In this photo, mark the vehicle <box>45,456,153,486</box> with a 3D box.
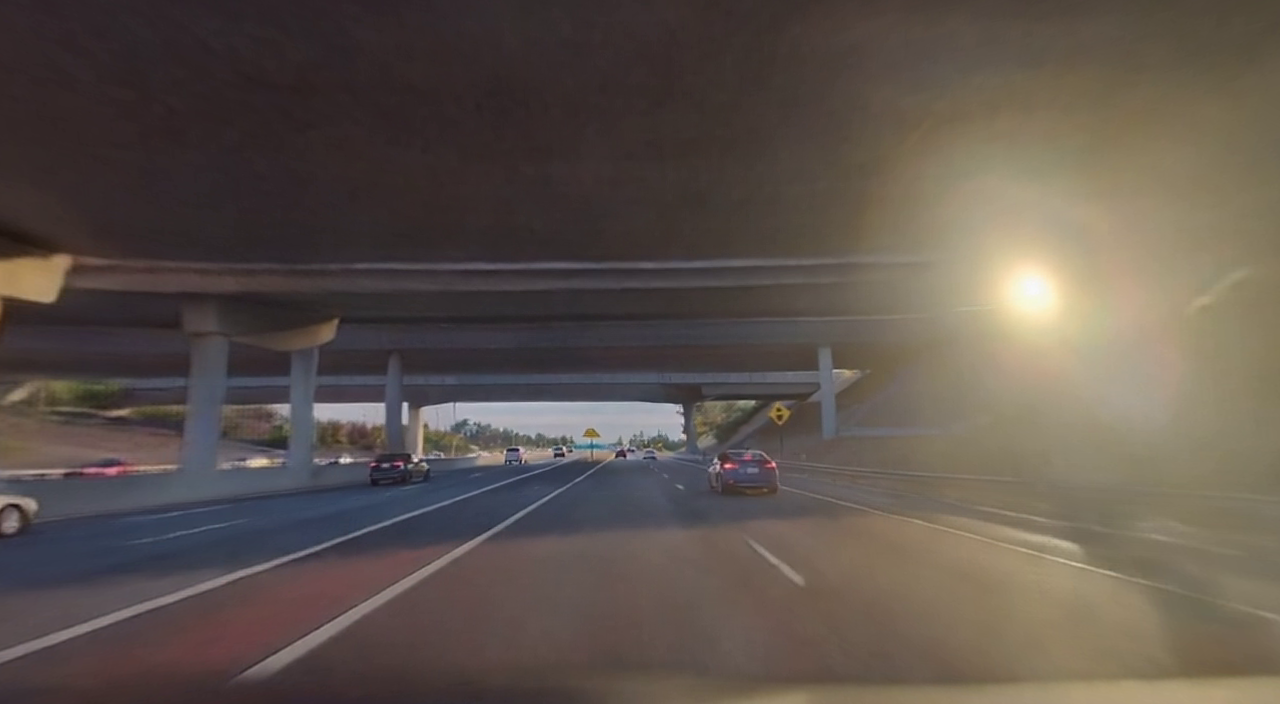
[{"bbox_3d":[-36.699,8.041,43.011,2.232,1.786,5.996,0,-9,-3],"label":"vehicle"}]

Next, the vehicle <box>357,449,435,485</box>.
[{"bbox_3d":[-11.602,5.482,30.313,2.072,1.545,4.687,0,-9,-3],"label":"vehicle"}]

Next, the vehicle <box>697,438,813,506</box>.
[{"bbox_3d":[2.837,3.088,16.668,2.079,1.535,4.316,0,-9,-2],"label":"vehicle"}]
